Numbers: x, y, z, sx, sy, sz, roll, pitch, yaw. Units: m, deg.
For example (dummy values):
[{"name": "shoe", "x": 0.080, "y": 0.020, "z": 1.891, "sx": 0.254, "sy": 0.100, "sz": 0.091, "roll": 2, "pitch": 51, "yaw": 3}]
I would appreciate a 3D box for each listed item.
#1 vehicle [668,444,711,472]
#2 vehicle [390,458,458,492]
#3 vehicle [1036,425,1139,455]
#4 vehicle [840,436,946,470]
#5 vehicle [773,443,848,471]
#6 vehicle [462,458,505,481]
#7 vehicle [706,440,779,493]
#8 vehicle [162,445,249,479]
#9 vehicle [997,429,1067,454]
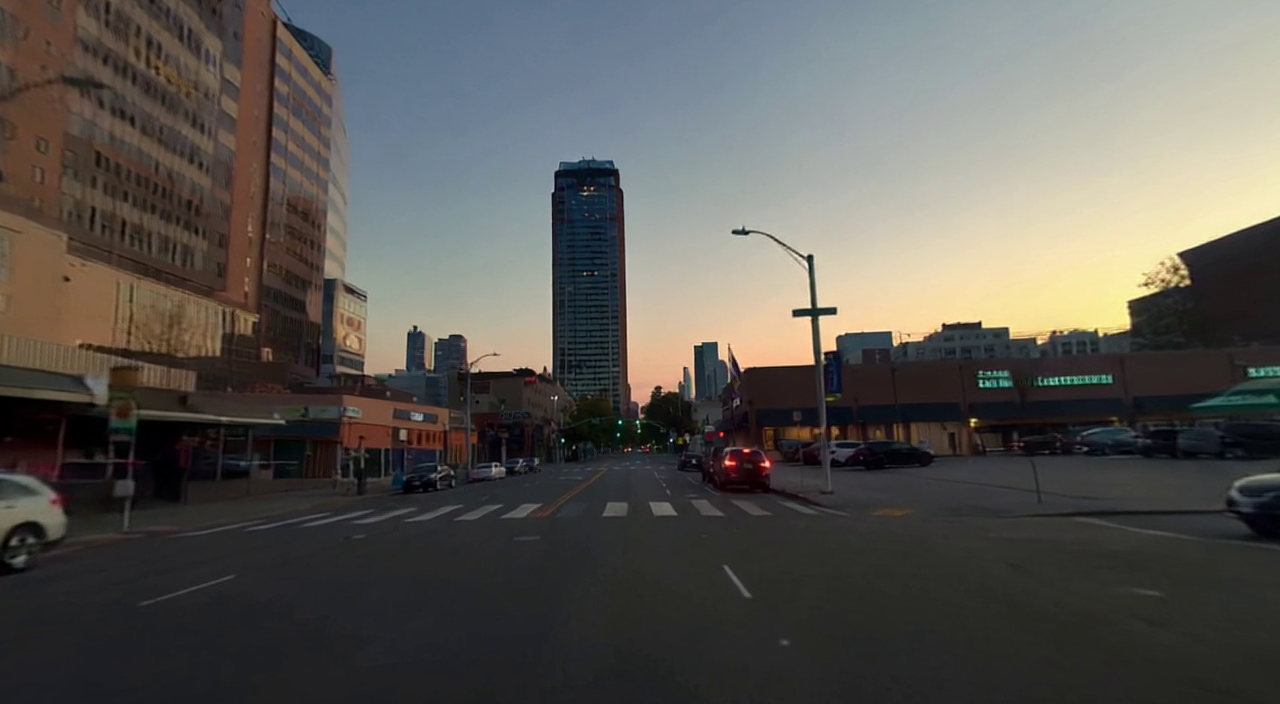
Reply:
[{"name": "vehicle", "x": 3.536, "y": 7.747, "z": 46.562, "sx": 2.492, "sy": 1.909, "sz": 5.830, "roll": 0, "pitch": -9, "yaw": -2}, {"name": "vehicle", "x": -10.996, "y": 6.270, "z": 32.544, "sx": 2.018, "sy": 1.553, "sz": 4.407, "roll": 0, "pitch": -9, "yaw": -1}, {"name": "vehicle", "x": 27.134, "y": 5.368, "z": 38.428, "sx": 4.579, "sy": 1.735, "sz": 2.092, "roll": 0, "pitch": -9, "yaw": 0}, {"name": "vehicle", "x": 13.512, "y": 5.446, "z": 33.968, "sx": 4.732, "sy": 1.746, "sz": 2.141, "roll": 0, "pitch": -9, "yaw": 2}, {"name": "vehicle", "x": 10.435, "y": 6.412, "z": 38.811, "sx": 4.018, "sy": 1.645, "sz": 1.875, "roll": 1, "pitch": -9, "yaw": -4}, {"name": "vehicle", "x": -10.945, "y": 8.241, "z": 44.490, "sx": 1.861, "sy": 1.473, "sz": 4.633, "roll": 0, "pitch": -9, "yaw": -1}, {"name": "vehicle", "x": 3.791, "y": 4.334, "z": 24.307, "sx": 2.118, "sy": 1.779, "sz": 5.121, "roll": 0, "pitch": -9, "yaw": 2}, {"name": "vehicle", "x": -22.525, "y": 5.697, "z": 32.973, "sx": 1.778, "sy": 1.639, "sz": 4.019, "roll": 0, "pitch": -9, "yaw": -3}, {"name": "vehicle", "x": 26.961, "y": 6.123, "z": 43.496, "sx": 3.666, "sy": 1.448, "sz": 1.639, "roll": -3, "pitch": -6, "yaw": 1}]
